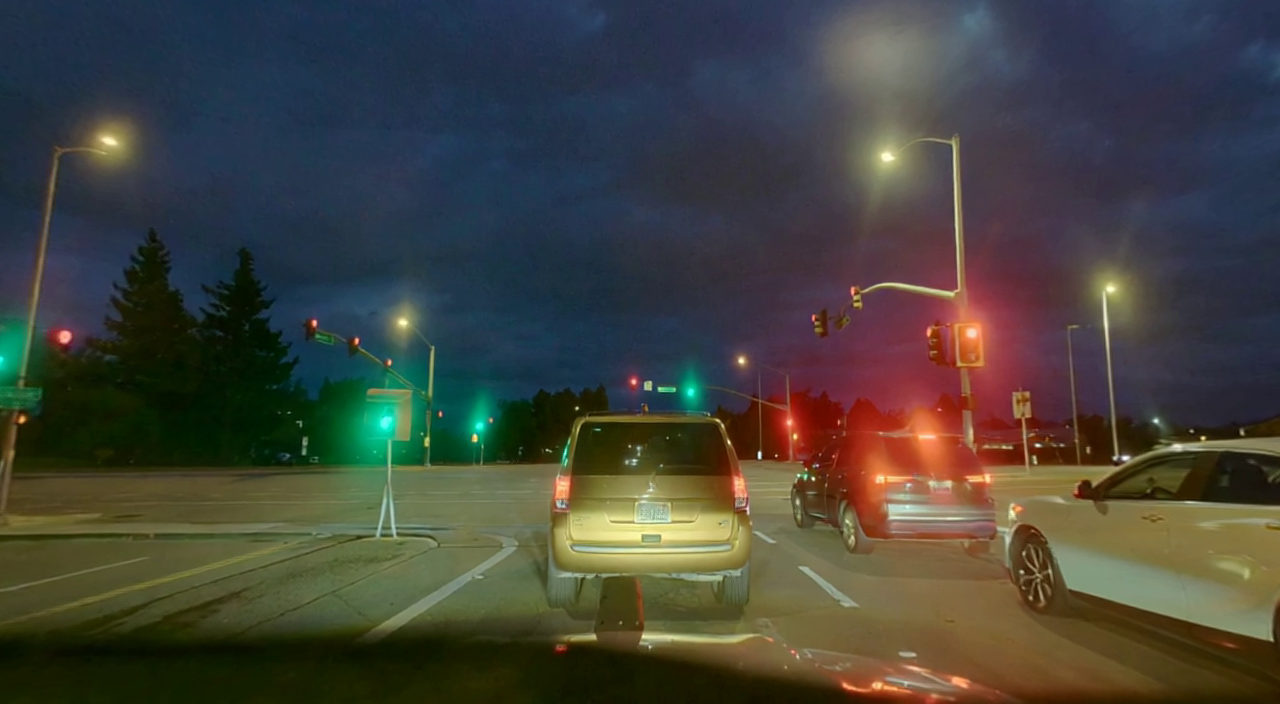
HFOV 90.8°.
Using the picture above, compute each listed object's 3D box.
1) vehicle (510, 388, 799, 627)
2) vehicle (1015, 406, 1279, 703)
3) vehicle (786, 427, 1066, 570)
[{"bbox_3d":[0.104,1.500,7.072,2.170,1.793,4.468,0,-8,0],"label":"vehicle"},{"bbox_3d":[3.158,0.818,1.434,1.924,1.466,4.461,0,-8,1],"label":"vehicle"},{"bbox_3d":[3.526,1.861,8.858,1.861,1.495,4.215,0,-8,-1],"label":"vehicle"}]
